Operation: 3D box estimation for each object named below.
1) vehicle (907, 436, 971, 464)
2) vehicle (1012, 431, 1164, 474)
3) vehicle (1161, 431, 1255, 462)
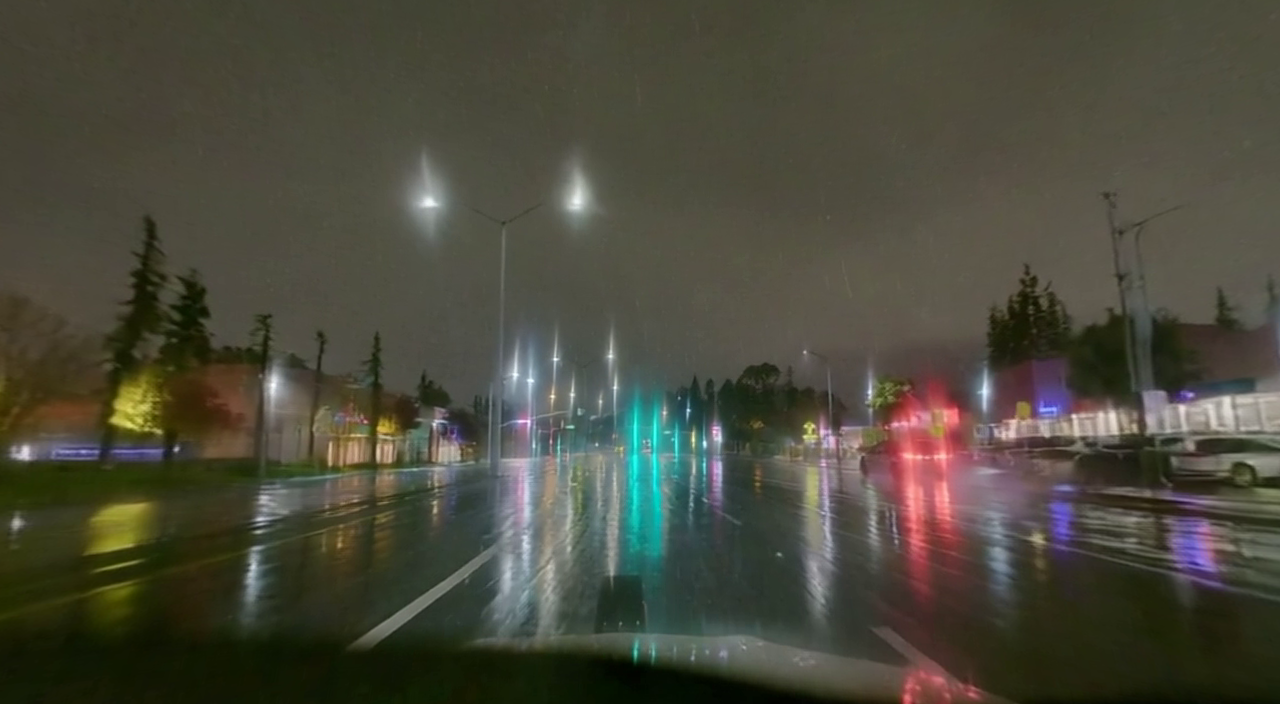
[{"bbox_3d":[18.832,6.188,40.011,1.886,1.670,4.562,0,-8,1],"label":"vehicle"},{"bbox_3d":[16.991,3.834,24.119,4.324,1.536,1.947,0,-9,-1],"label":"vehicle"},{"bbox_3d":[35.208,5.860,39.321,1.962,1.791,4.054,0,-8,0],"label":"vehicle"}]
